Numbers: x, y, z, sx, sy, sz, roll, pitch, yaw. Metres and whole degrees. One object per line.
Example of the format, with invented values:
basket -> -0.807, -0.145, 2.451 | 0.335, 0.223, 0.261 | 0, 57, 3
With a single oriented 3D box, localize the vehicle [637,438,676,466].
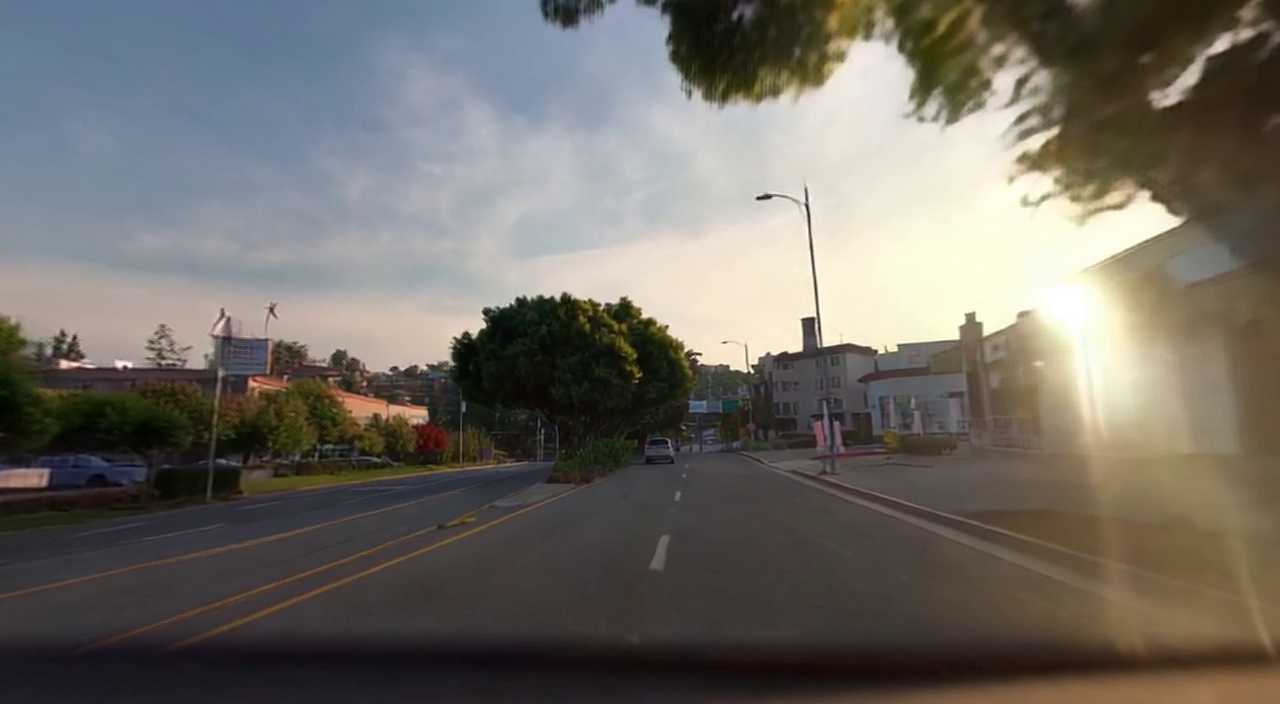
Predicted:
vehicle -> 1.142, 6.424, 40.647 | 2.235, 1.719, 4.292 | 0, -8, 5
